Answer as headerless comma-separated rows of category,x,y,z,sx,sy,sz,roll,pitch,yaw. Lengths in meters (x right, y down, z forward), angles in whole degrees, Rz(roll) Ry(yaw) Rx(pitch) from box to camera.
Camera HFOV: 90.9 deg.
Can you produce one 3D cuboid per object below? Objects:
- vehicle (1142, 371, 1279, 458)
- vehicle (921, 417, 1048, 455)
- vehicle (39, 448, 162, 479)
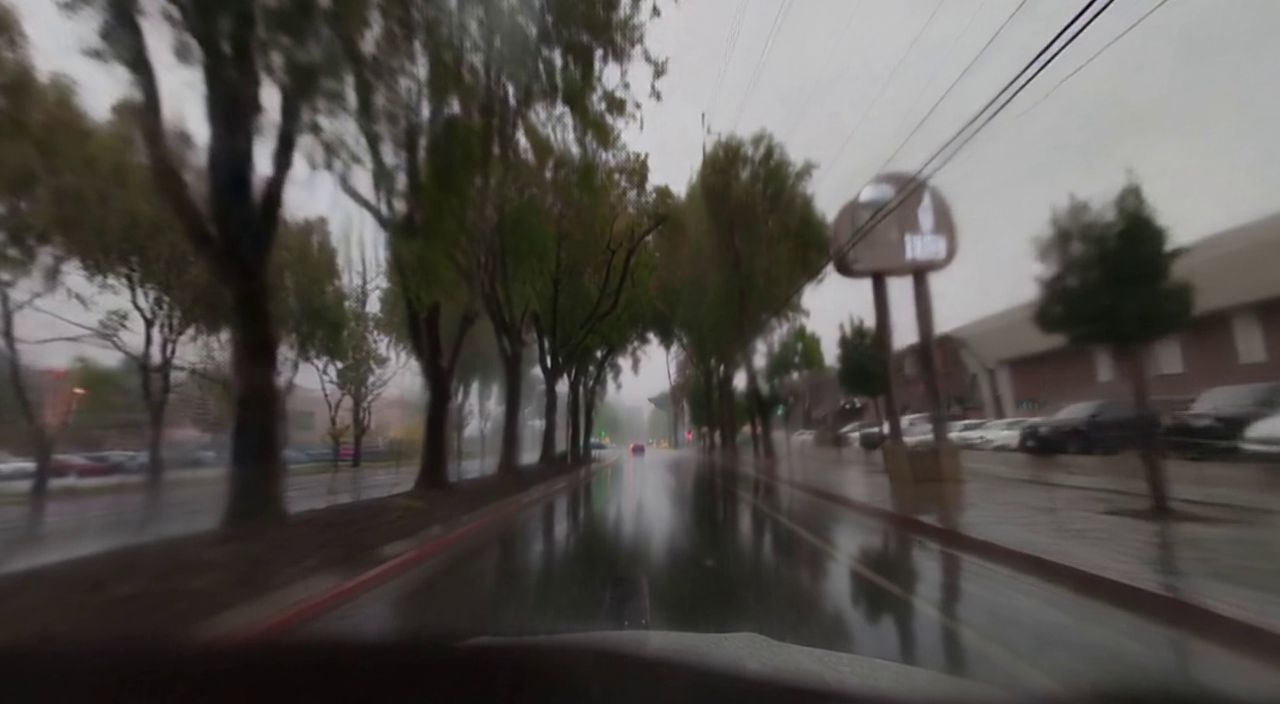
vehicle,12.959,1.299,12.663,3.998,1.612,1.980,0,-9,-1
vehicle,13.419,3.321,24.733,3.820,1.413,1.952,0,-9,0
vehicle,-31.342,6.456,36.724,5.115,1.744,2.000,0,-9,-3
